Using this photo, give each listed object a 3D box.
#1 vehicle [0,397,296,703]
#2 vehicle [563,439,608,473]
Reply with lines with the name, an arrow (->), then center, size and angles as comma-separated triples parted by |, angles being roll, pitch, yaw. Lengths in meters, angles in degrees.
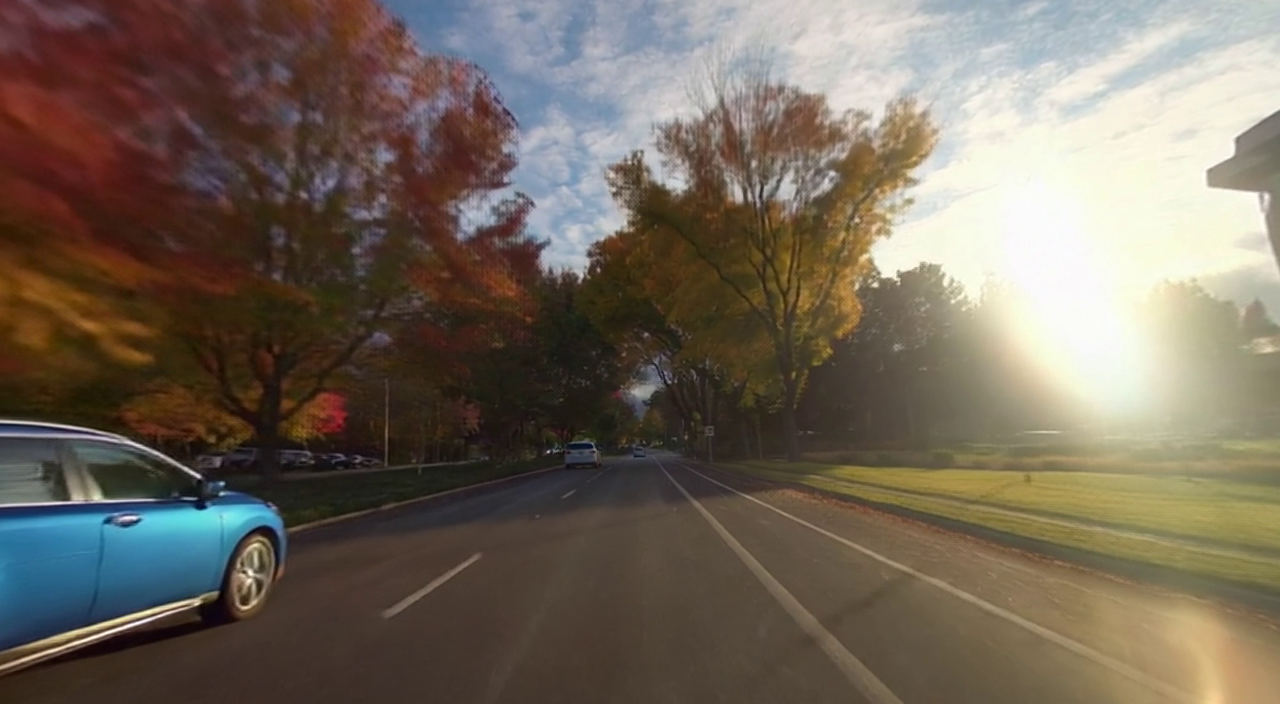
vehicle -> -3.870, 0.999, 3.029 | 1.923, 1.528, 4.309 | 0, -9, 1
vehicle -> -3.097, 6.011, 36.571 | 2.112, 1.779, 4.489 | 0, -9, 1
